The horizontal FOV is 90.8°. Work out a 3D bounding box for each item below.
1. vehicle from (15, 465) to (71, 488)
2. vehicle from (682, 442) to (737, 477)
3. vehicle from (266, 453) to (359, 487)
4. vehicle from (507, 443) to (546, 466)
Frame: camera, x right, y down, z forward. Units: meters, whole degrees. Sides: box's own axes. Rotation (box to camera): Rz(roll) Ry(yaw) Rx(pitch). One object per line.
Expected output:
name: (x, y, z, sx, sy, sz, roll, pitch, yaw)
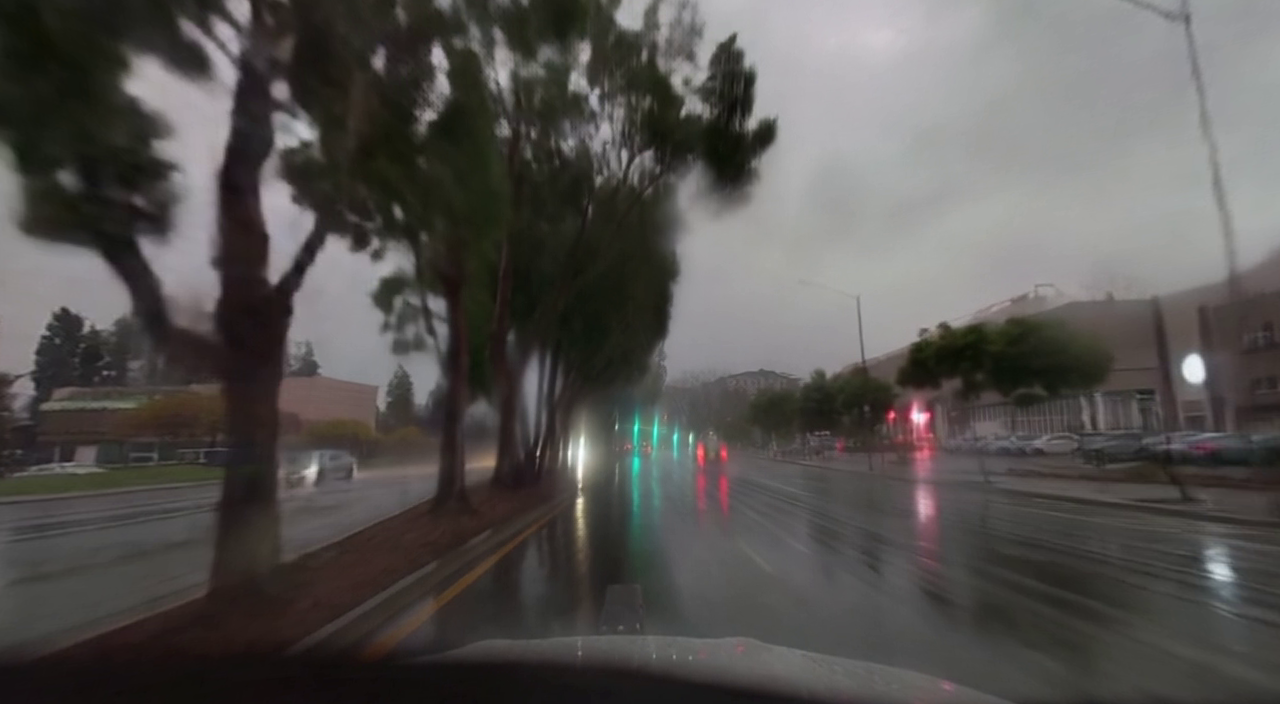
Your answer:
vehicle: (-45.413, 9.433, 48.159, 1.856, 1.488, 4.394, 5, -10, -28)
vehicle: (3.157, 5.006, 29.631, 1.983, 1.482, 4.463, 0, -9, -1)
vehicle: (-15.601, 5.613, 30.418, 2.000, 1.452, 4.469, 0, -9, 1)
vehicle: (-8.870, 8.087, 49.863, 2.157, 1.720, 4.563, 0, -9, 1)
